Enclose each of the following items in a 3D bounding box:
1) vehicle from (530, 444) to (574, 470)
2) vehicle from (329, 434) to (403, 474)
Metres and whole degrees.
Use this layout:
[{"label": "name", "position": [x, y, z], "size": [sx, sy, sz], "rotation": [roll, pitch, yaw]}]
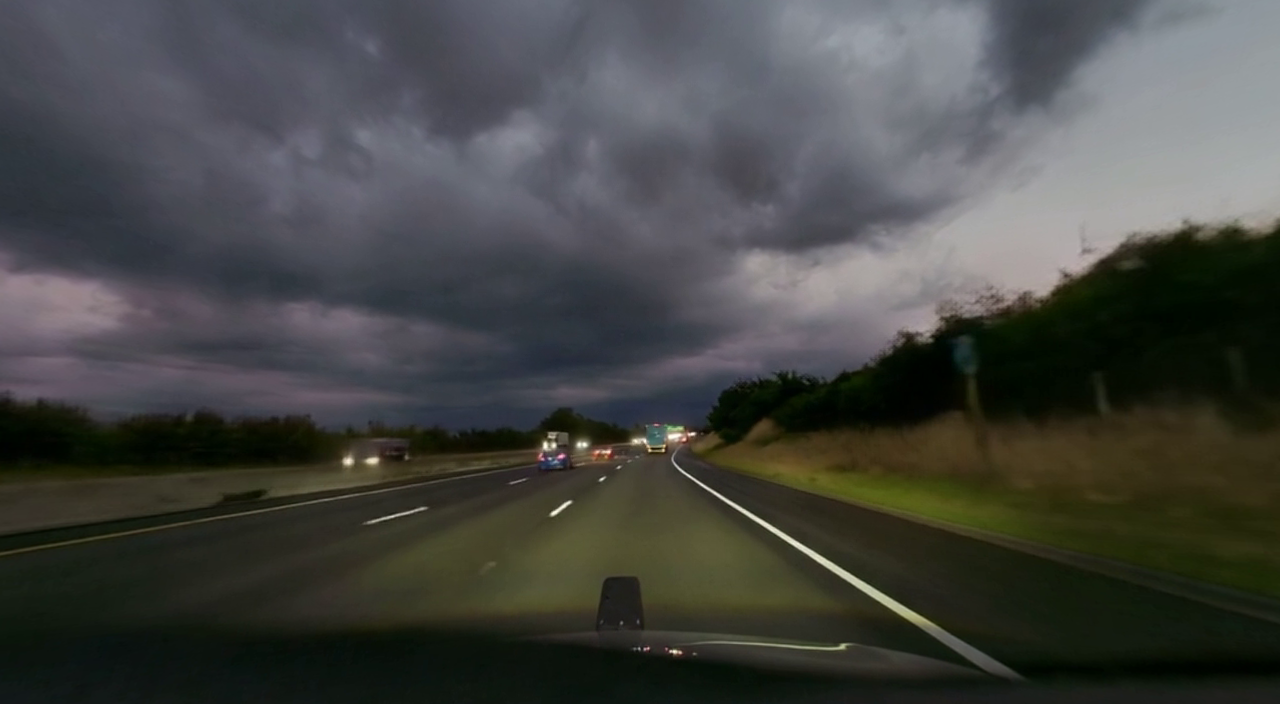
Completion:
[{"label": "vehicle", "position": [-5.376, 6.484, 39.145], "size": [2.078, 1.469, 4.371], "rotation": [0, -9, 0]}, {"label": "vehicle", "position": [-18.313, 6.848, 42.571], "size": [2.206, 2.509, 5.803], "rotation": [-1, -9, 1]}]
